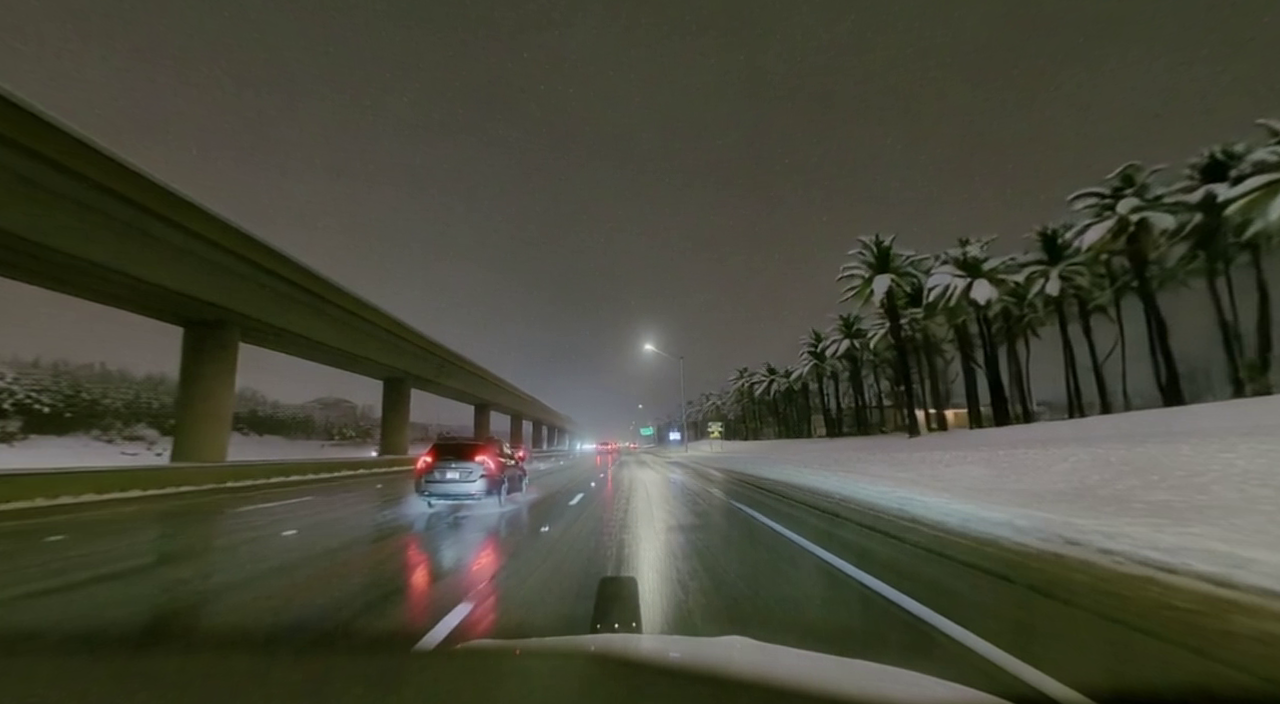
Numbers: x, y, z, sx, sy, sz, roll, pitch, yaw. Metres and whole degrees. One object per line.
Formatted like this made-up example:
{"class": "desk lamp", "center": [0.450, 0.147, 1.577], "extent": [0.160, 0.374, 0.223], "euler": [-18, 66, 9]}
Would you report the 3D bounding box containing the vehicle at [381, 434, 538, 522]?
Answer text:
{"class": "vehicle", "center": [-3.511, 2.543, 13.369], "extent": [1.978, 1.499, 4.695], "euler": [0, -8, -1]}
